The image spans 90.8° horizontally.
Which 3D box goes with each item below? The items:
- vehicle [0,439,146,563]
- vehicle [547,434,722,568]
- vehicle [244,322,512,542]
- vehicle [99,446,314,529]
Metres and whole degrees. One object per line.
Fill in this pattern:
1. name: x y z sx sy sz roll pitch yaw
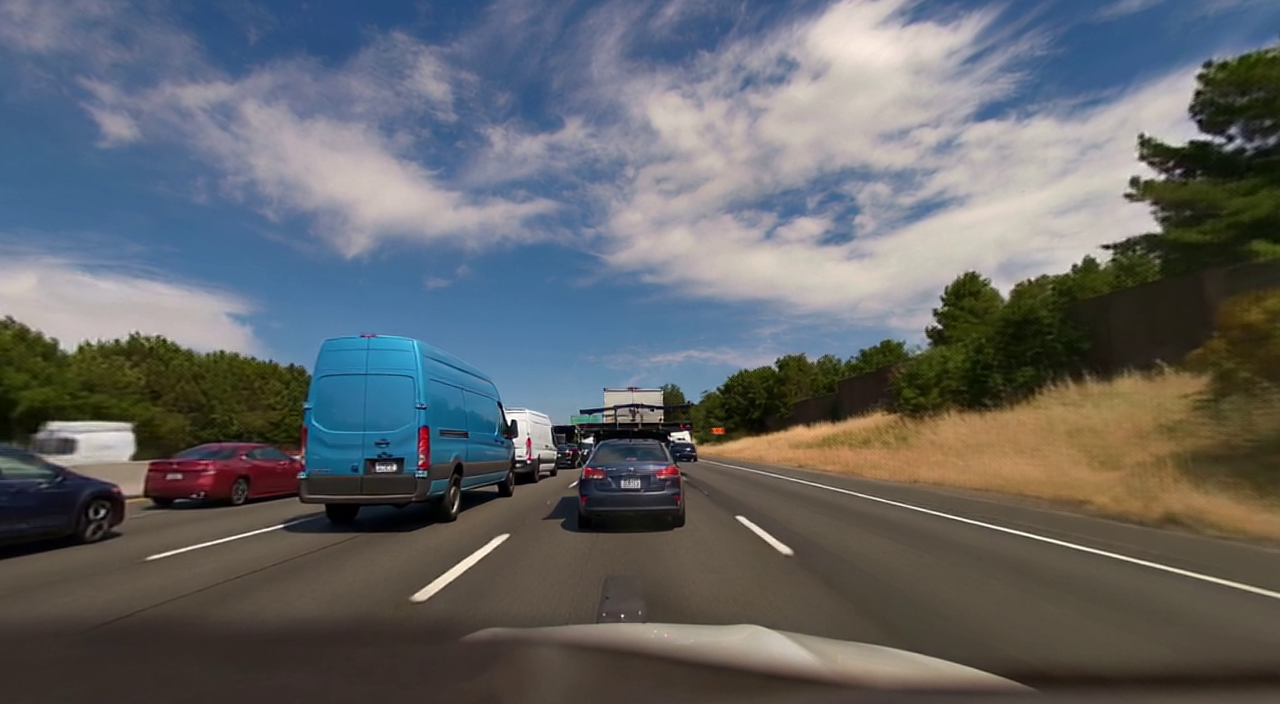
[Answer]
1. vehicle: -8.815 1.836 7.703 1.899 1.503 4.466 -1 -9 1
2. vehicle: -0.097 1.964 8.968 1.995 1.495 3.380 0 -9 -1
3. vehicle: -4.077 1.520 11.645 2.254 2.879 6.656 0 -9 -2
4. vehicle: -8.932 2.776 13.496 1.797 1.466 3.924 0 -9 0
